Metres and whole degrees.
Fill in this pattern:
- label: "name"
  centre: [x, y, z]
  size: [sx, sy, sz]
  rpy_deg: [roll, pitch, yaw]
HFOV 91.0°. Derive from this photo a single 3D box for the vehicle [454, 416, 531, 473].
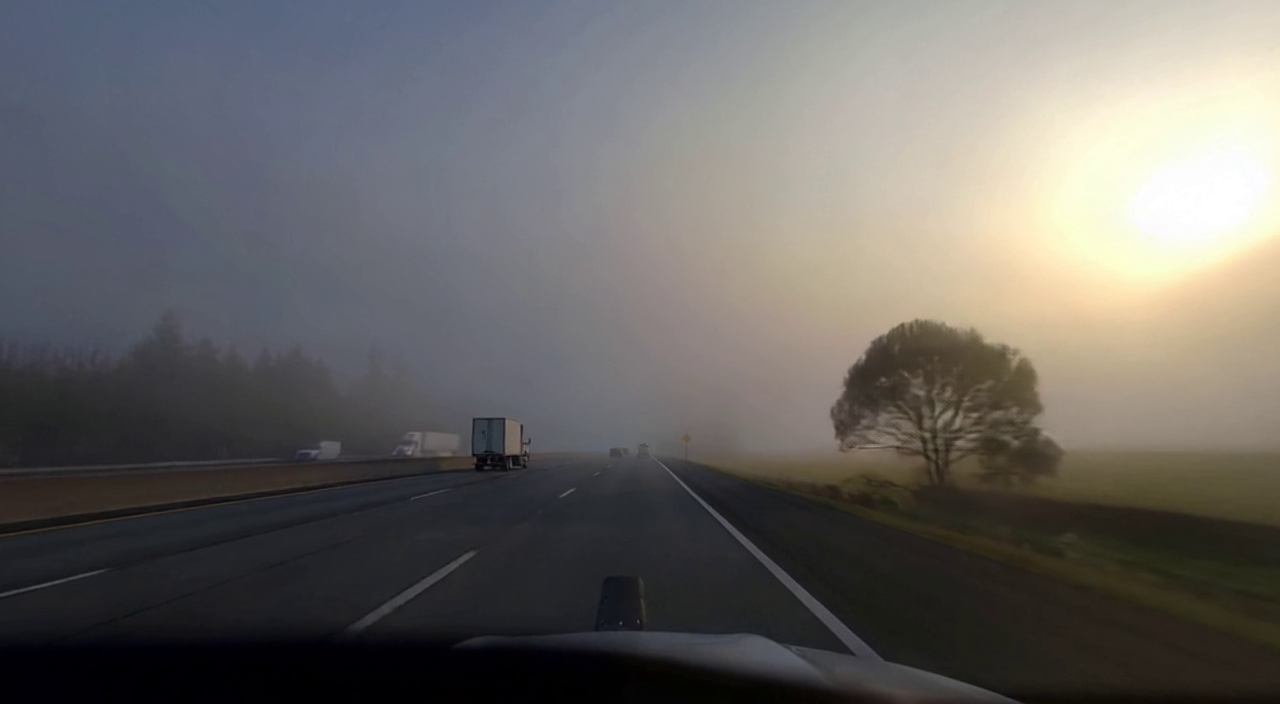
- label: "vehicle"
  centre: [-7.487, 4.829, 32.764]
  size: [2.444, 2.685, 5.893]
  rpy_deg: [0, -9, 1]
